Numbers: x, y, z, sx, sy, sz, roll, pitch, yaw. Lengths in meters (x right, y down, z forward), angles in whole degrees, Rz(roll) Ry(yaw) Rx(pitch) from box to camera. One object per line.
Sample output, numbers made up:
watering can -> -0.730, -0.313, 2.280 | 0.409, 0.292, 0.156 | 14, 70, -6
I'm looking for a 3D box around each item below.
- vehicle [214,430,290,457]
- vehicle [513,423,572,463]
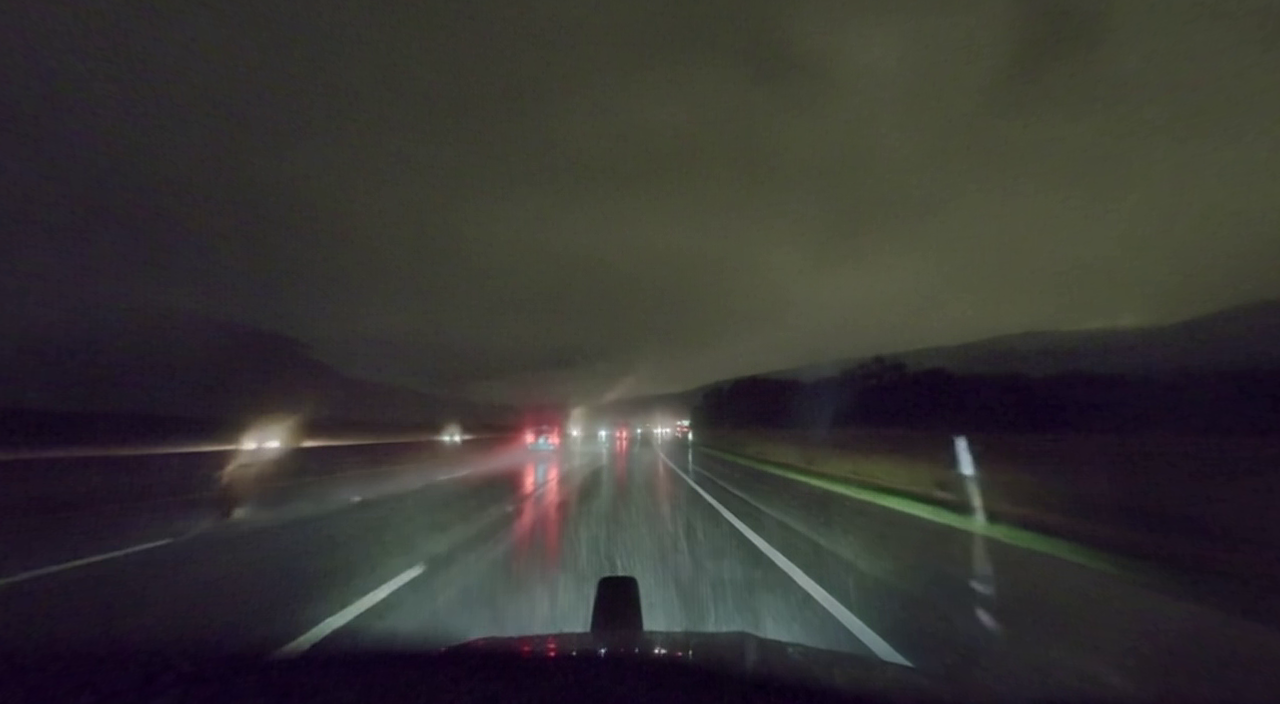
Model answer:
vehicle -> -23.820, 5.623, 38.774 | 1.870, 1.595, 4.330 | 0, -8, 1
vehicle -> -4.437, 4.210, 29.277 | 1.980, 1.721, 4.419 | 0, -8, 1
